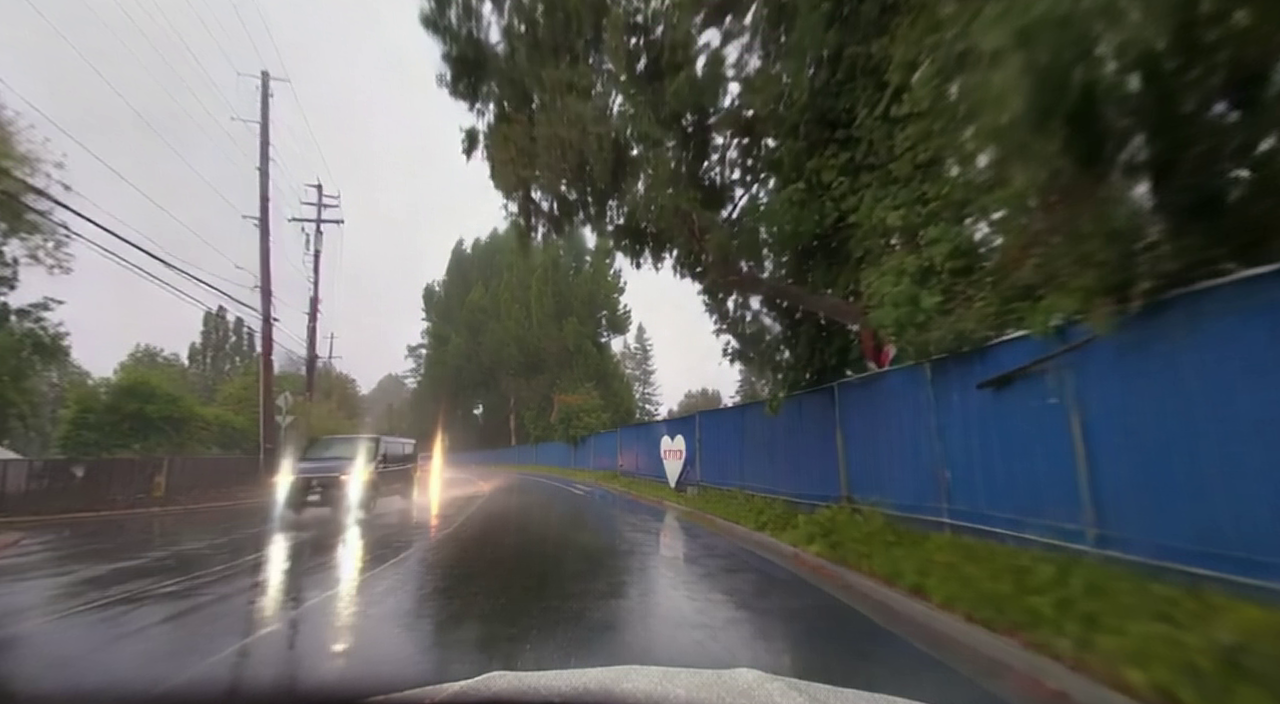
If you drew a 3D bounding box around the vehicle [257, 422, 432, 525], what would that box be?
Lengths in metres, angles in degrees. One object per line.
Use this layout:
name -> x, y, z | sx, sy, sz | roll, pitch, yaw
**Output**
vehicle -> -6.237, 2.594, 13.994 | 2.185, 1.901, 4.177 | 1, -9, -6
